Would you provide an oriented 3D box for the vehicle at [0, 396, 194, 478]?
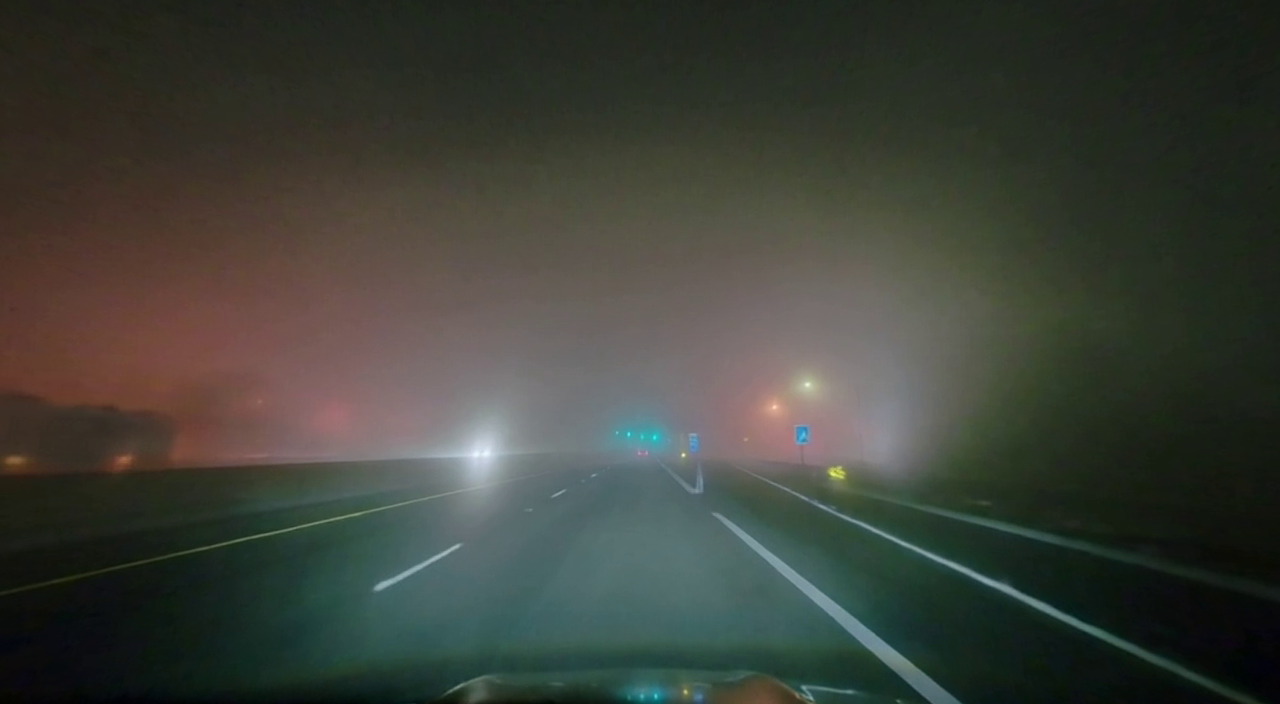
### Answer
[{"bbox_3d":[-25.130,3.933,28.797,2.826,3.162,8.616,0,-9,2],"label":"vehicle"}]
